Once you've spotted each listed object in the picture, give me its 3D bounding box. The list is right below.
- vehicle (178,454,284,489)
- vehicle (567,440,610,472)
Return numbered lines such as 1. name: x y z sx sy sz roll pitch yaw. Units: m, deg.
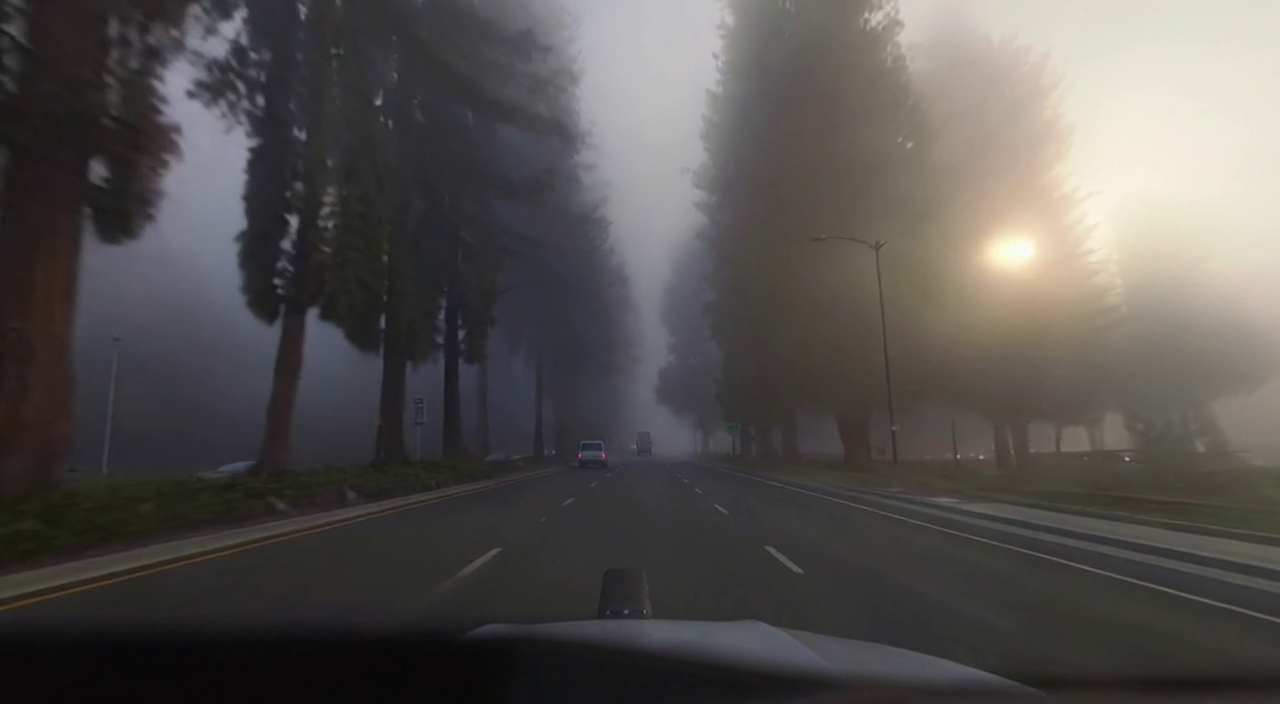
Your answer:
1. vehicle: -19.441 5.683 30.260 1.874 1.470 4.679 0 -9 1
2. vehicle: -3.230 6.731 40.885 2.255 1.940 4.822 0 -8 2
